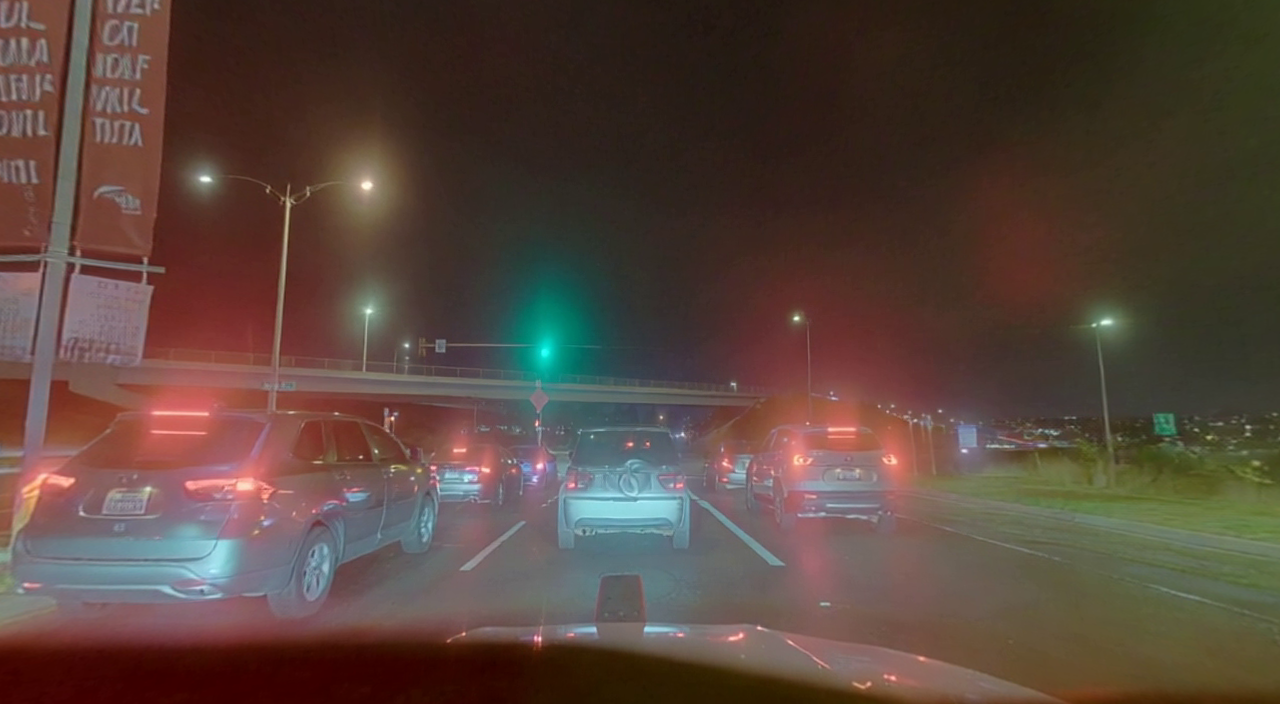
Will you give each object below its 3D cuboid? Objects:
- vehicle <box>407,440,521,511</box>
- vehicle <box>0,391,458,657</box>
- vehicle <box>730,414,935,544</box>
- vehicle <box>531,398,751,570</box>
[{"bbox_3d":[-4.158,2.948,15.428,1.797,1.505,3.506,0,-9,0],"label":"vehicle"},{"bbox_3d":[-3.495,1.432,6.277,2.039,1.709,4.265,0,-9,0],"label":"vehicle"},{"bbox_3d":[3.064,2.138,11.260,2.016,1.804,4.681,0,-9,-2],"label":"vehicle"},{"bbox_3d":[-0.079,1.772,9.208,2.409,1.864,4.471,0,-9,-2],"label":"vehicle"}]
